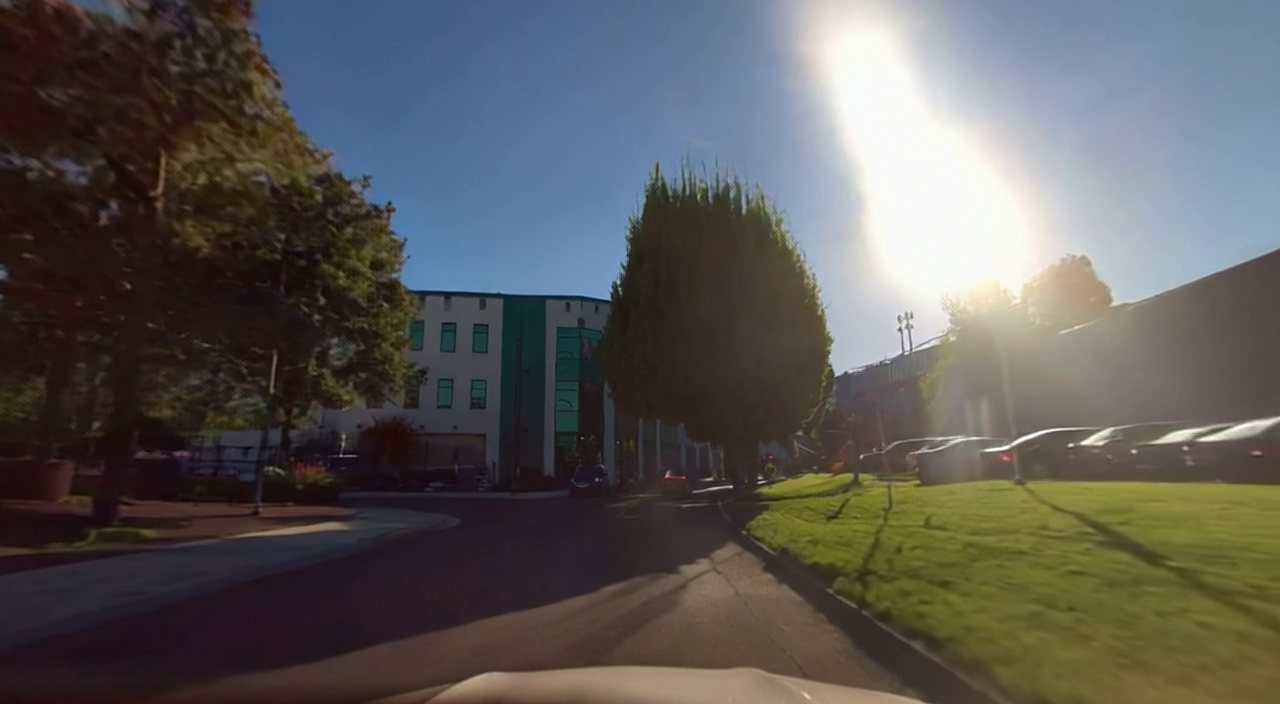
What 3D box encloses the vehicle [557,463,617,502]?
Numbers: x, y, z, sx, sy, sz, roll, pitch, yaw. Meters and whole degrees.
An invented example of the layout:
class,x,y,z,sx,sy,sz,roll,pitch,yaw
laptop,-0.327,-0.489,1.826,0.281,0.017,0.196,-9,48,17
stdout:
class,x,y,z,sx,sy,sz,roll,pitch,yaw
vehicle,-2.649,6.690,32.564,2.022,1.776,4.625,-2,-10,9
